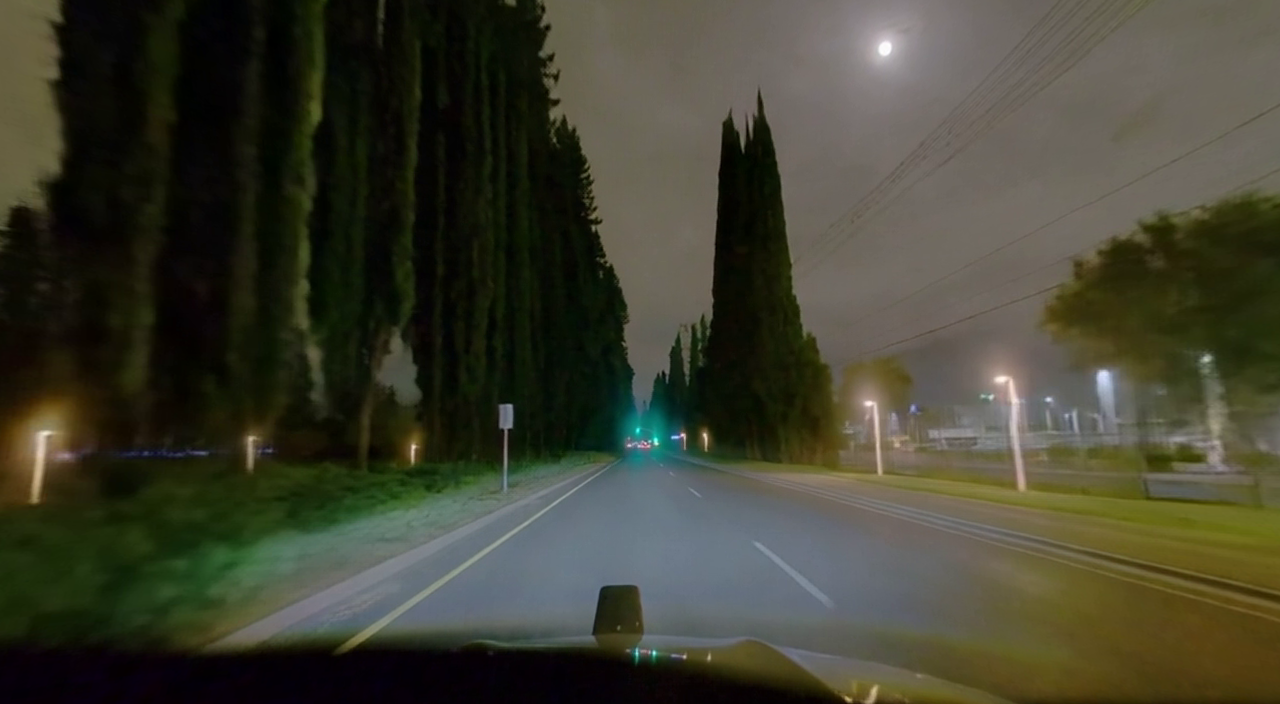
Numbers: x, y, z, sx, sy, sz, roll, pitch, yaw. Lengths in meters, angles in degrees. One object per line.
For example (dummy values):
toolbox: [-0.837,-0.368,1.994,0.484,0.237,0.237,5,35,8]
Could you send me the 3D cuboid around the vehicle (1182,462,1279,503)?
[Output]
vehicle: [23.920,5.037,24.563,3.911,1.449,1.773,-1,-9,4]
